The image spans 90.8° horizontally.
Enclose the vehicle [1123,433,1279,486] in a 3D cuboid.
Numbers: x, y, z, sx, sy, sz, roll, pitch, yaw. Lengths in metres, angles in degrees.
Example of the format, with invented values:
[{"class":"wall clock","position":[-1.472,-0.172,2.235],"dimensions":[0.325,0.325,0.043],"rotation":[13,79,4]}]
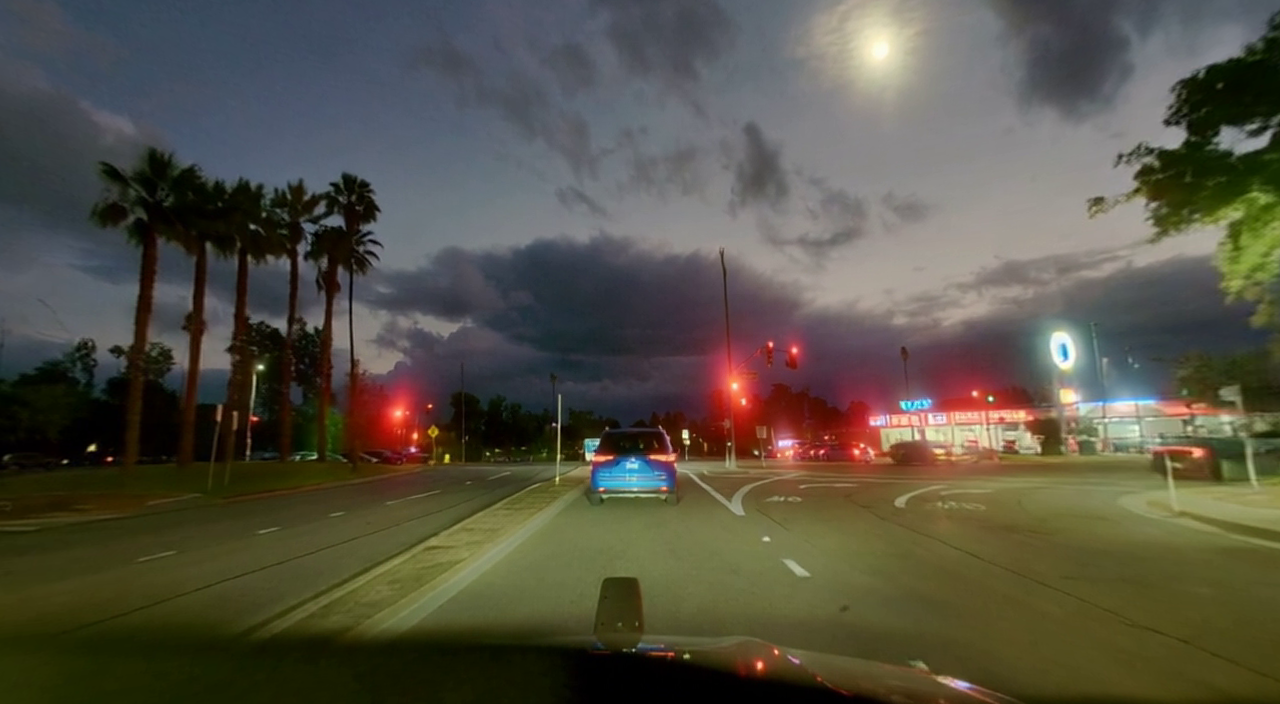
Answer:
[{"class":"vehicle","position":[18.324,3.396,20.195],"dimensions":[4.542,1.560,2.086],"rotation":[2,-9,-15]}]

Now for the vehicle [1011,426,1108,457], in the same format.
[{"class":"vehicle","position":[25.095,5.396,37.909],"dimensions":[4.641,1.778,1.958],"rotation":[-6,-10,33]}]

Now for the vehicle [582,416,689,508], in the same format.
[{"class":"vehicle","position":[-0.029,2.688,15.795],"dimensions":[2.263,1.932,4.709],"rotation":[0,-8,2]}]

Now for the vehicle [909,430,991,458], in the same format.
[{"class":"vehicle","position":[21.750,6.488,44.343],"dimensions":[4.852,1.847,1.983],"rotation":[-6,-10,33]}]
